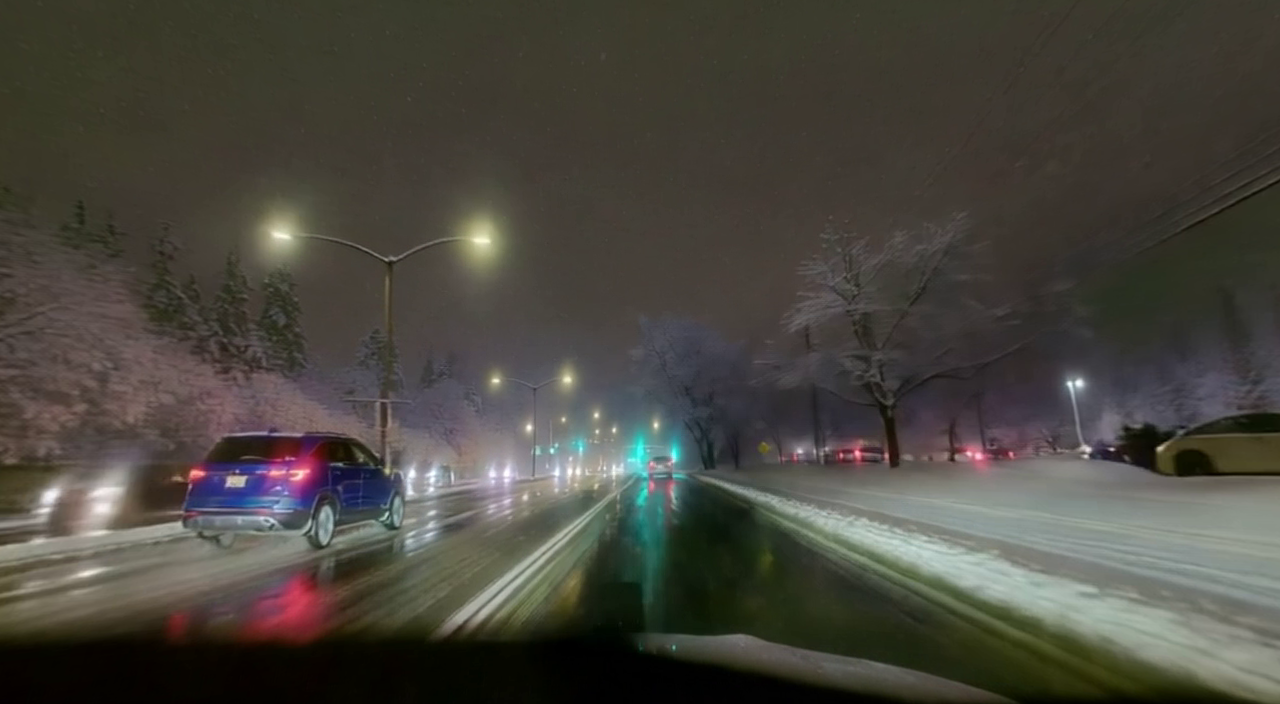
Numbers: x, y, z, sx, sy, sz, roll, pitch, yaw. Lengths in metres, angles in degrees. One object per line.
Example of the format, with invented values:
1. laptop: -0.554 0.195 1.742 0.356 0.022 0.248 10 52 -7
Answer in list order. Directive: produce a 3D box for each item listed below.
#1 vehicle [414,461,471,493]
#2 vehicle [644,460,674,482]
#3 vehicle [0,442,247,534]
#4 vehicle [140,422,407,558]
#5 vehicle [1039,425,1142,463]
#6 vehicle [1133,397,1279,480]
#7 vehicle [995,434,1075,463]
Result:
1. vehicle: -11.694 7.412 37.685 2.064 1.515 5.056 1 -7 -4
2. vehicle: 1.356 8.634 45.845 2.091 1.494 3.962 0 -9 0
3. vehicle: -11.685 3.041 14.764 2.042 1.801 4.378 0 -9 1
4. vehicle: -6.024 2.292 11.151 2.027 1.908 4.273 0 -9 1
5. vehicle: 22.193 4.588 31.293 2.018 1.751 4.637 -1 -9 6
6. vehicle: 12.767 1.750 12.587 1.884 1.522 4.642 0 -9 -3
7. vehicle: 23.064 5.674 37.040 2.001 1.558 4.803 -1 -9 6
